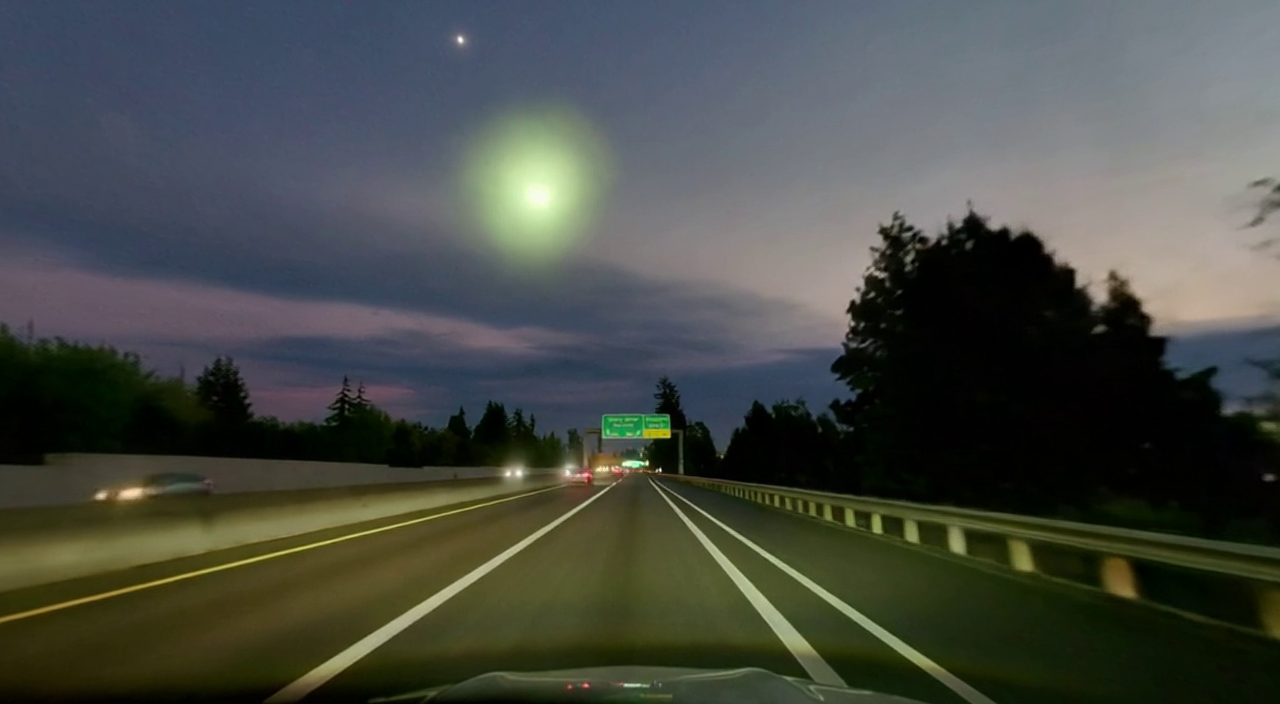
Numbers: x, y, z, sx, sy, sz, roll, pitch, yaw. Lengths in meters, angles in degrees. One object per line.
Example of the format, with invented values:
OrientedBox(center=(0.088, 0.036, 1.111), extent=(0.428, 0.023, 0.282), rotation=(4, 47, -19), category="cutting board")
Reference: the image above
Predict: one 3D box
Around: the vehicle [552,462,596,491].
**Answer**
OrientedBox(center=(-4.104, 7.871, 39.921), extent=(2.239, 1.687, 4.598), rotation=(1, -11, 1), category="vehicle")
